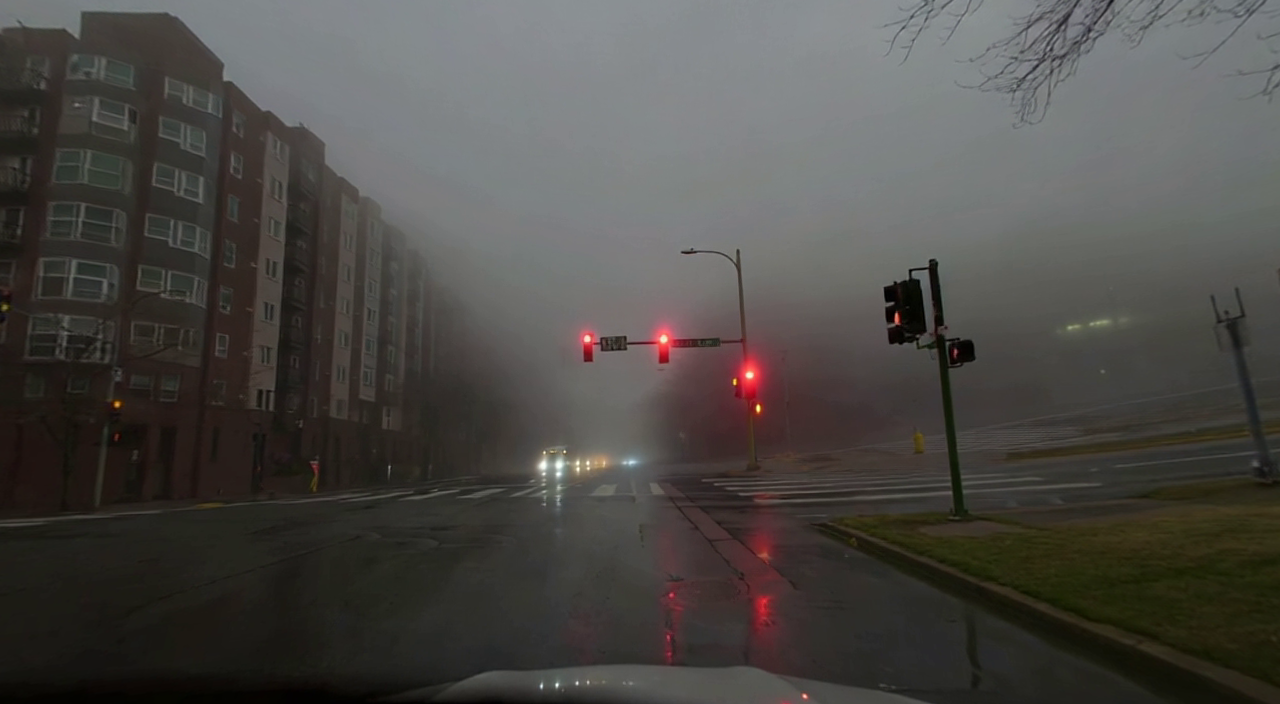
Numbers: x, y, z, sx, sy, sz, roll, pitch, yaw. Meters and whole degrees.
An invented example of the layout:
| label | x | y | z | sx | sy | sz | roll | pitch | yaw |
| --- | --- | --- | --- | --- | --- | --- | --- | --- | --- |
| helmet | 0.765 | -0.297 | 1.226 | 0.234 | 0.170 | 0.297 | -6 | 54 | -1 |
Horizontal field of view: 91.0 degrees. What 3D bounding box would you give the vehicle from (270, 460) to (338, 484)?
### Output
| label | x | y | z | sx | sy | sz | roll | pitch | yaw |
| --- | --- | --- | --- | --- | --- | --- | --- | --- | --- |
| vehicle | -24.653 | 8.806 | 46.281 | 3.882 | 1.600 | 1.768 | 0 | -9 | 1 |
